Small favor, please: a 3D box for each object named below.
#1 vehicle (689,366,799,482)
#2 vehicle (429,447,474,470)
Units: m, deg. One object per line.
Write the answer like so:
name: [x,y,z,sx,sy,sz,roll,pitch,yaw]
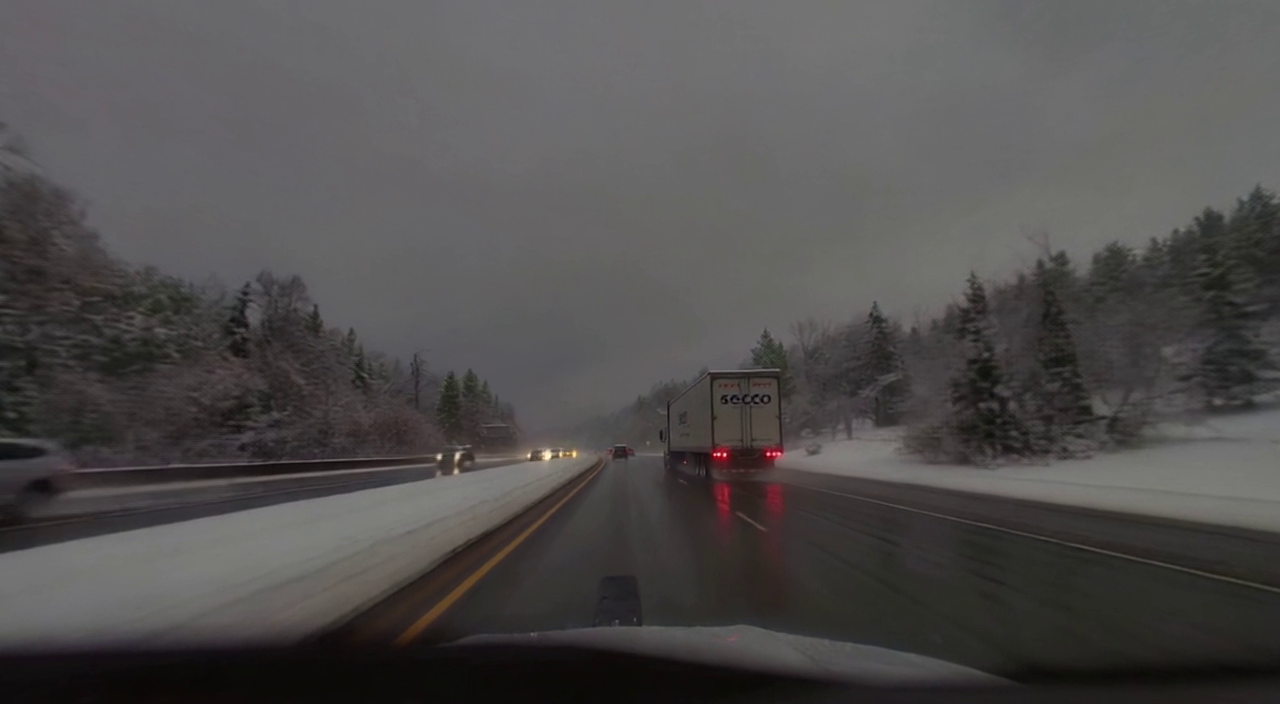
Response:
vehicle: [3.877,3.068,25.649,2.892,3.928,8.380,0,-9,-1]
vehicle: [-14.179,8.020,47.514,1.981,1.654,4.727,-1,-9,0]
